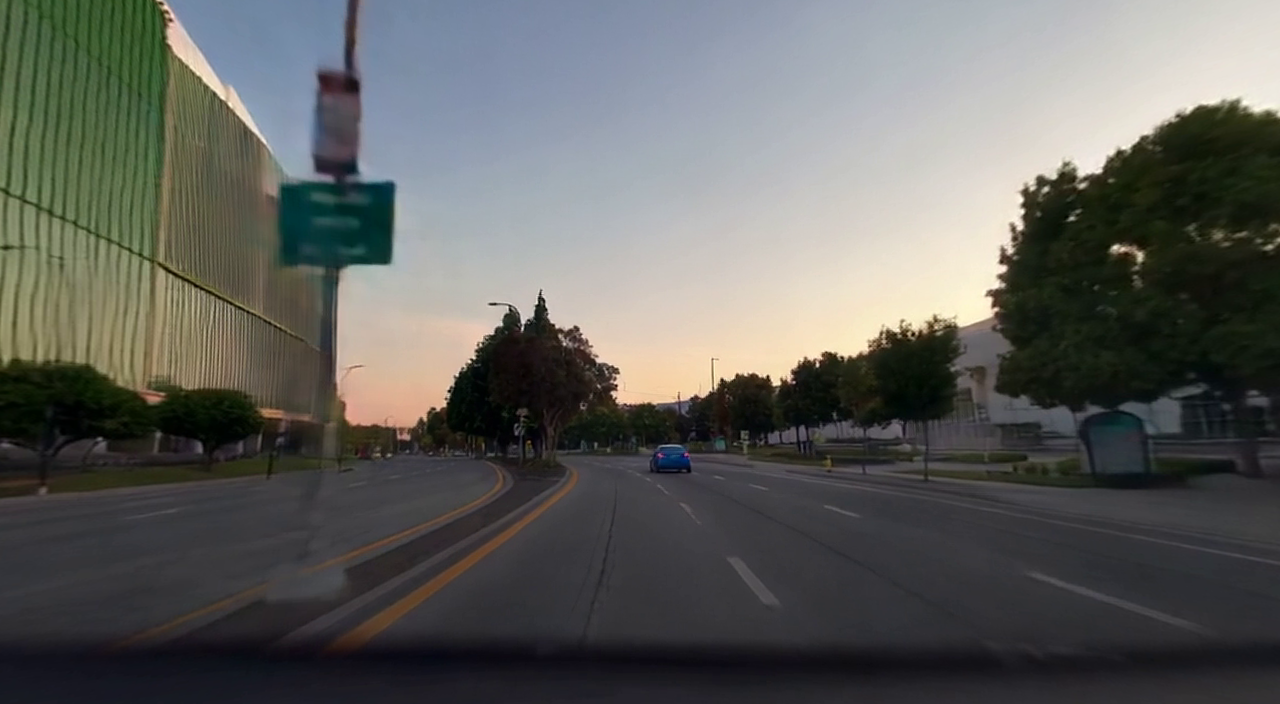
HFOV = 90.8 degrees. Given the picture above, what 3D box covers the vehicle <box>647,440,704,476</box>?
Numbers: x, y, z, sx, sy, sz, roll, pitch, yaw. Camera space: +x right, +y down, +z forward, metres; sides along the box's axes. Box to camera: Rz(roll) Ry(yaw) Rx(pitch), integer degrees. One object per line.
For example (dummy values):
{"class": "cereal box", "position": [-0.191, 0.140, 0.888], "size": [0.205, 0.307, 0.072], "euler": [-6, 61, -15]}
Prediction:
{"class": "vehicle", "position": [1.674, 5.244, 31.549], "size": [2.165, 1.633, 4.381], "euler": [0, -8, -6]}
